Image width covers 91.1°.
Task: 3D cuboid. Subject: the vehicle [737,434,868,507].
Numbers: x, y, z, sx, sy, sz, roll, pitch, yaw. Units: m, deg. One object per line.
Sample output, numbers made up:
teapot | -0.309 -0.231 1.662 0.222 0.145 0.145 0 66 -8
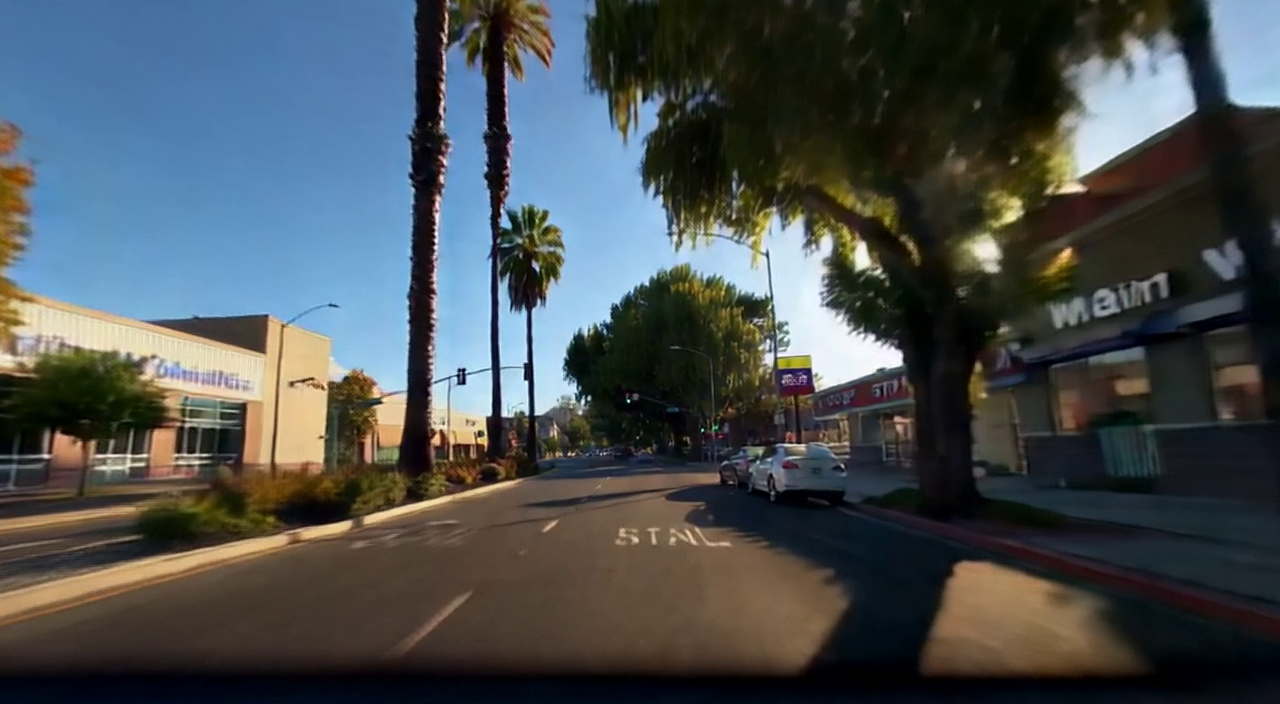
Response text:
vehicle | 4.118 3.112 16.840 2.089 1.652 4.668 1 -9 -2
